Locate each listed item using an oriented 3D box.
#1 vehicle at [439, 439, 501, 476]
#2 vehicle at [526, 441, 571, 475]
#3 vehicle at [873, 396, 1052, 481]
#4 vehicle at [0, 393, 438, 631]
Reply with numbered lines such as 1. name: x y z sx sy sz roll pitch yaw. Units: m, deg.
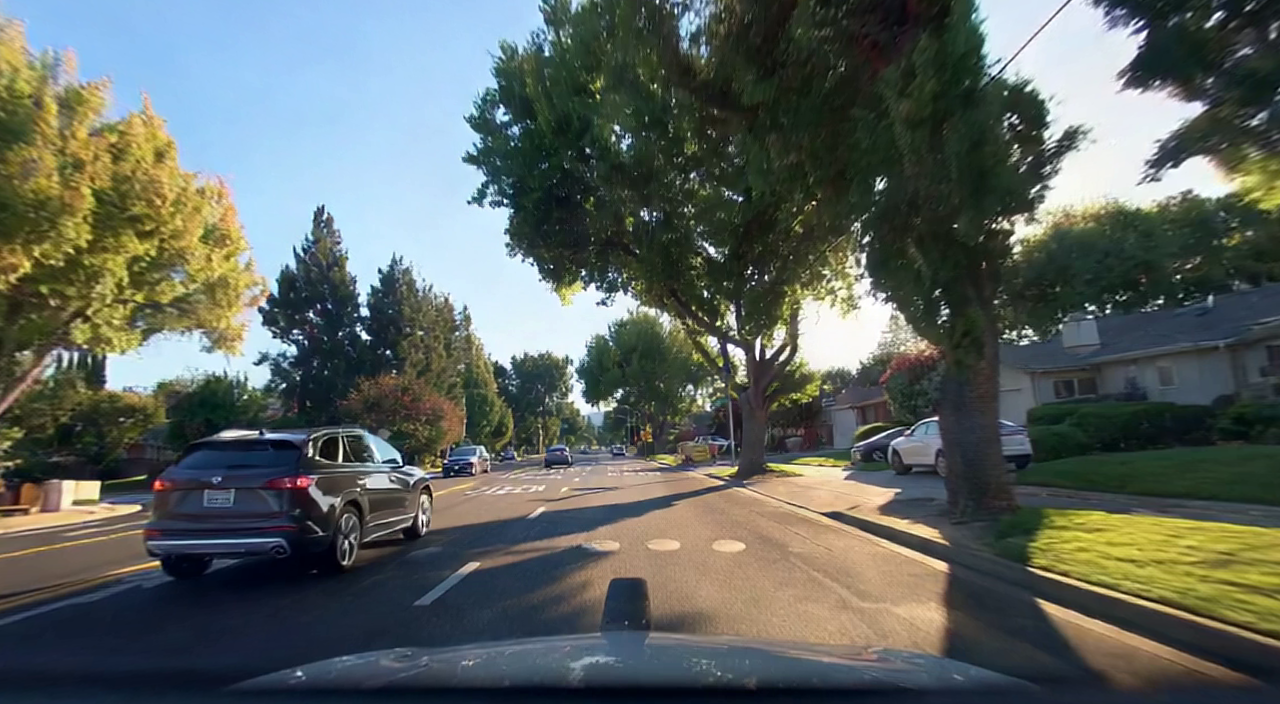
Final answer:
1. vehicle: -8.419 5.254 31.624 2.036 1.710 4.323 0 -8 -2
2. vehicle: -4.462 5.179 31.038 1.802 1.528 3.490 0 -8 -2
3. vehicle: 8.348 2.350 16.983 1.934 1.741 4.793 -6 -8 -4
4. vehicle: -4.082 1.521 6.989 2.190 1.766 4.394 0 -8 0
